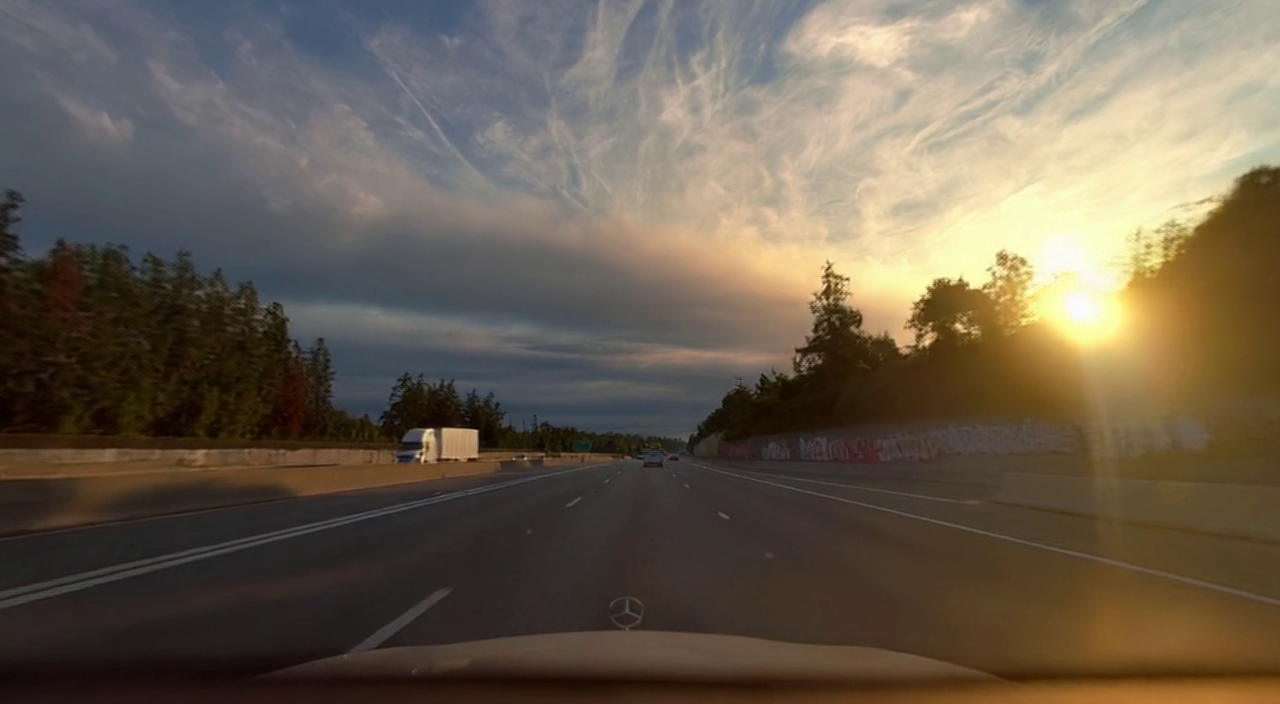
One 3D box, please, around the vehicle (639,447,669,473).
[{"bbox_3d":[1.068,8.507,49.564,2.279,1.934,4.268,0,-9,0],"label":"vehicle"}]
